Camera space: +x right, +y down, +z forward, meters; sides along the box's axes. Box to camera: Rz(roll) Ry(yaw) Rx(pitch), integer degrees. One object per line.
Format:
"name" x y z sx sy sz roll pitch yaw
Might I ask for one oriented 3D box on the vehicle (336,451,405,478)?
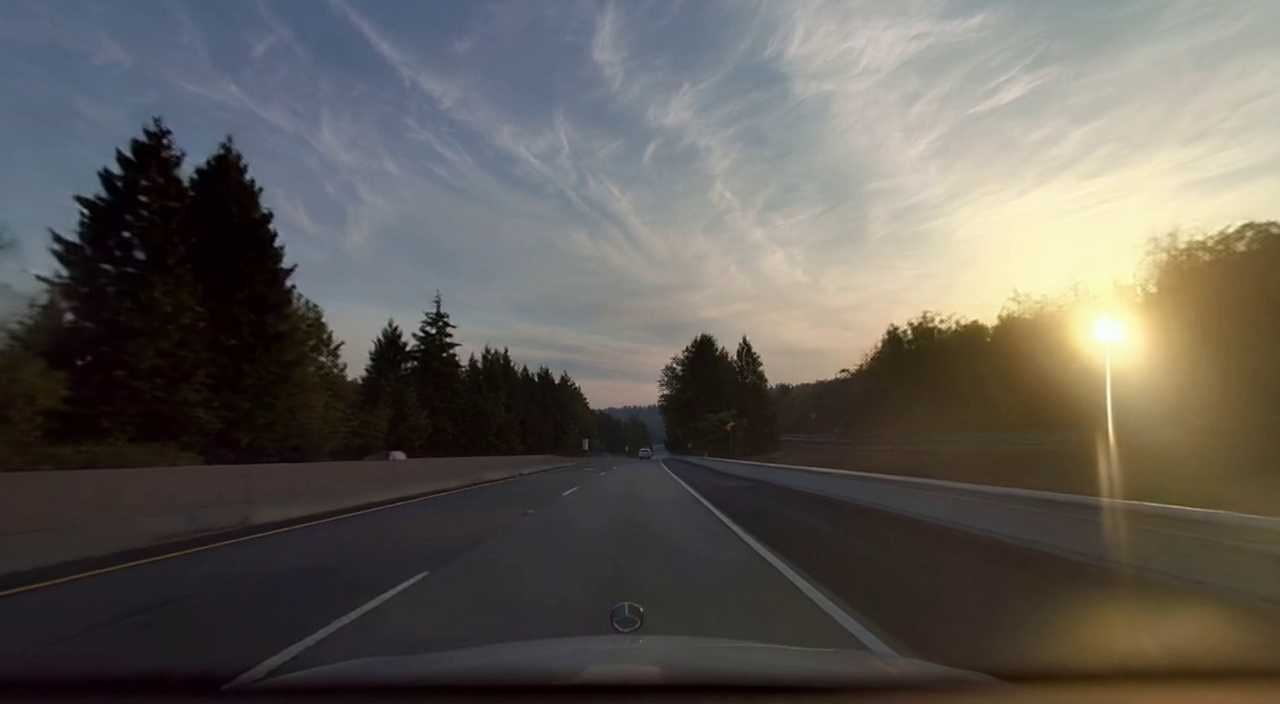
"vehicle" -16.042 6.689 37.790 2.139 1.476 4.335 0 -9 1
